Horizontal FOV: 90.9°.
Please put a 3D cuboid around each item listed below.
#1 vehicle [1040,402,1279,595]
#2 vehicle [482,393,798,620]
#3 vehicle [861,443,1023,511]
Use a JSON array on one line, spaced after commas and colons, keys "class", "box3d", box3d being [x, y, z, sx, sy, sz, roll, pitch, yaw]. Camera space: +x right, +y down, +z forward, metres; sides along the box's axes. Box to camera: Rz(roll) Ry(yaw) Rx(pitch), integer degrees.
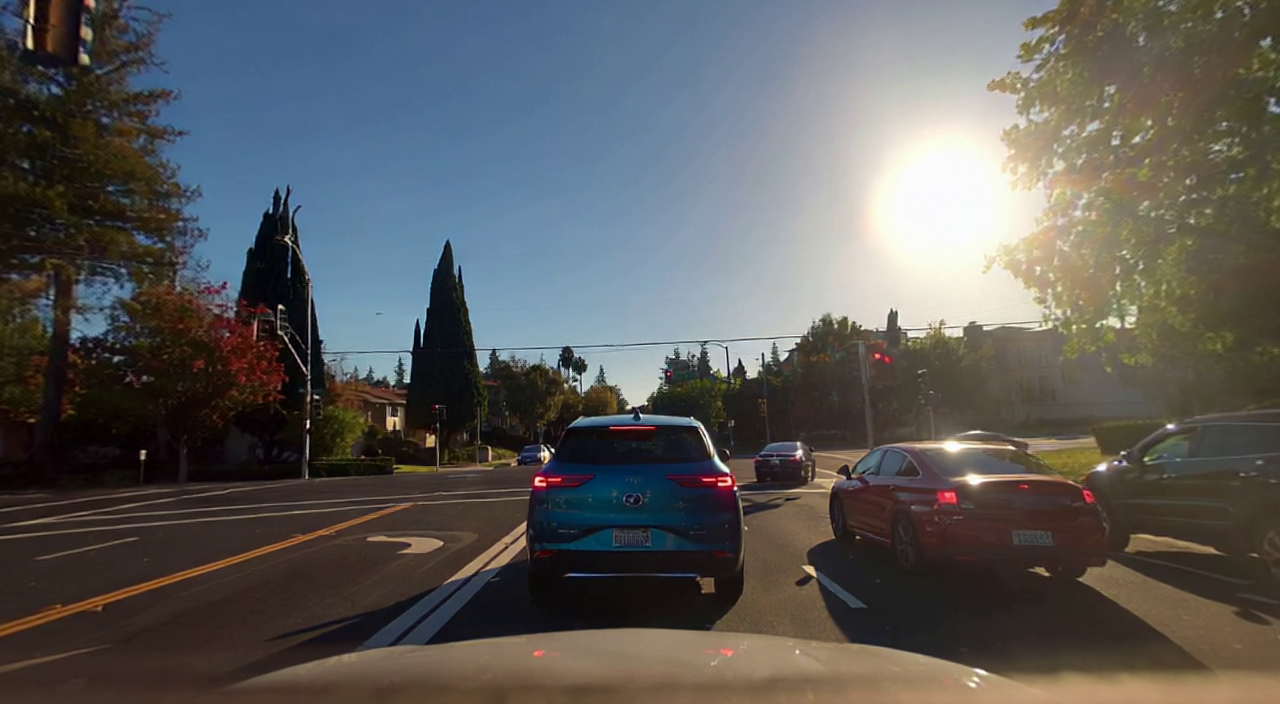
[{"class": "vehicle", "box3d": [7.023, 1.542, 7.044, 1.989, 1.791, 4.735, 0, -8, 0]}, {"class": "vehicle", "box3d": [0.033, 1.460, 6.910, 2.322, 1.667, 4.367, 0, -8, 1]}, {"class": "vehicle", "box3d": [7.286, 3.010, 15.805, 1.860, 1.436, 4.479, 0, -8, 0]}]
